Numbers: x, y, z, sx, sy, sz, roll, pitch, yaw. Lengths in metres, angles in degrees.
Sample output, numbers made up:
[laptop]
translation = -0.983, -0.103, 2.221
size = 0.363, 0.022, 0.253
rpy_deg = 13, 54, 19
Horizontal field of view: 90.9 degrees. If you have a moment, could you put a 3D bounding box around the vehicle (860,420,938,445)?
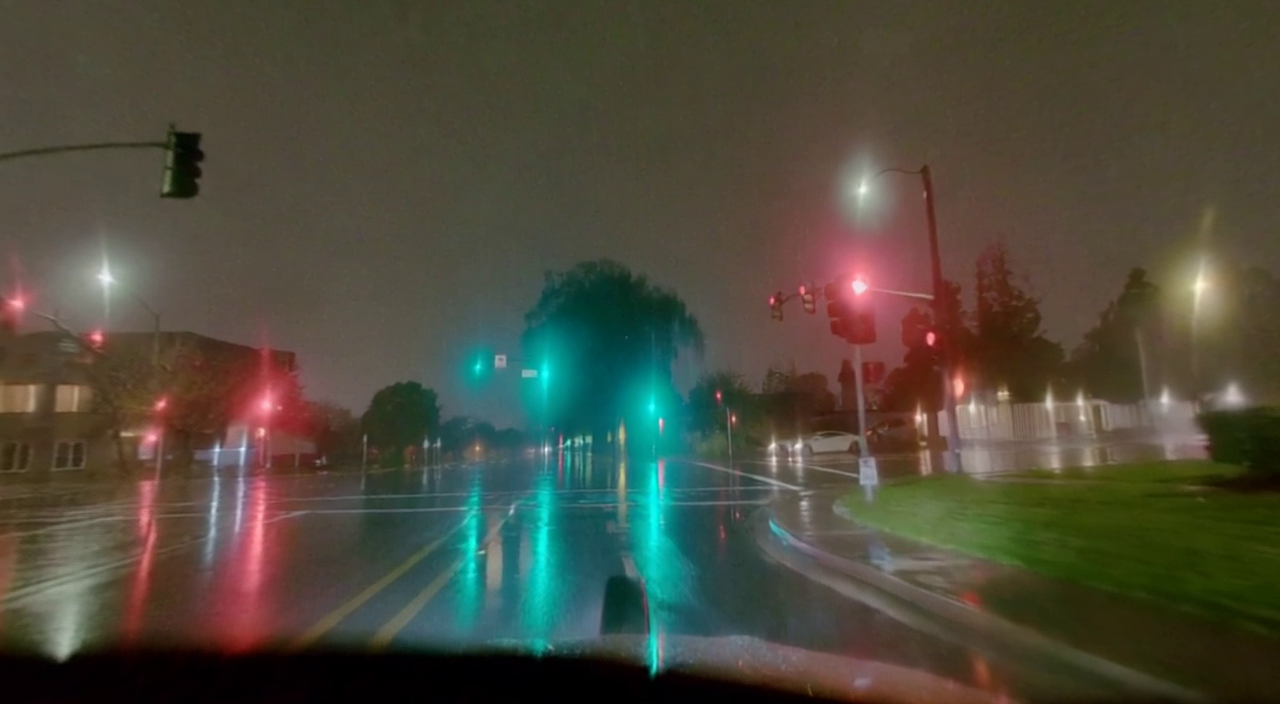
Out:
[vehicle]
translation = 18.415, 5.727, 44.937
size = 4.681, 1.712, 1.976
rpy_deg = 0, -8, -4
